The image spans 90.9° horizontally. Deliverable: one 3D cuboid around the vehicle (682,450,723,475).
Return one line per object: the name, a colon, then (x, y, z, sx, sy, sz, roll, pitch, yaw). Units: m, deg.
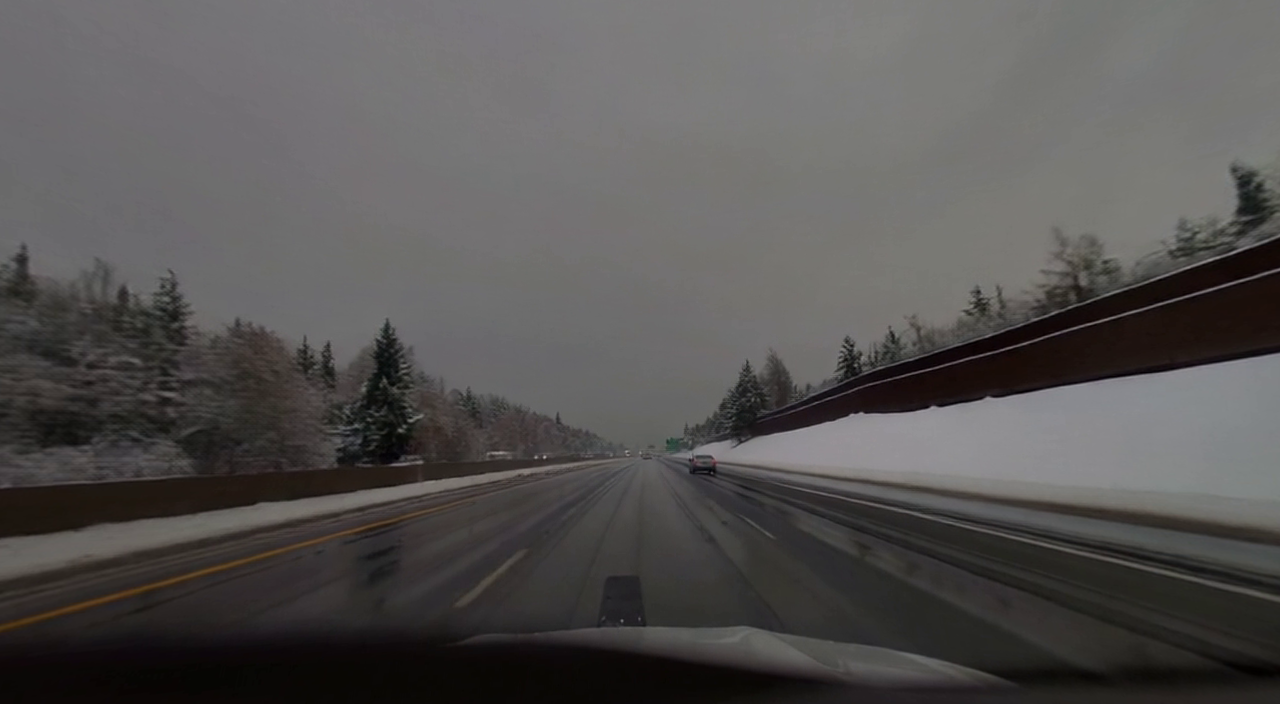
vehicle: (3.681, 6.596, 37.859, 2.065, 1.400, 4.028, 0, -9, 0)

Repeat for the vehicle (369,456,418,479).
vehicle: (-17.517, 8.239, 45.025, 1.796, 1.503, 4.167, 0, -9, 1)
